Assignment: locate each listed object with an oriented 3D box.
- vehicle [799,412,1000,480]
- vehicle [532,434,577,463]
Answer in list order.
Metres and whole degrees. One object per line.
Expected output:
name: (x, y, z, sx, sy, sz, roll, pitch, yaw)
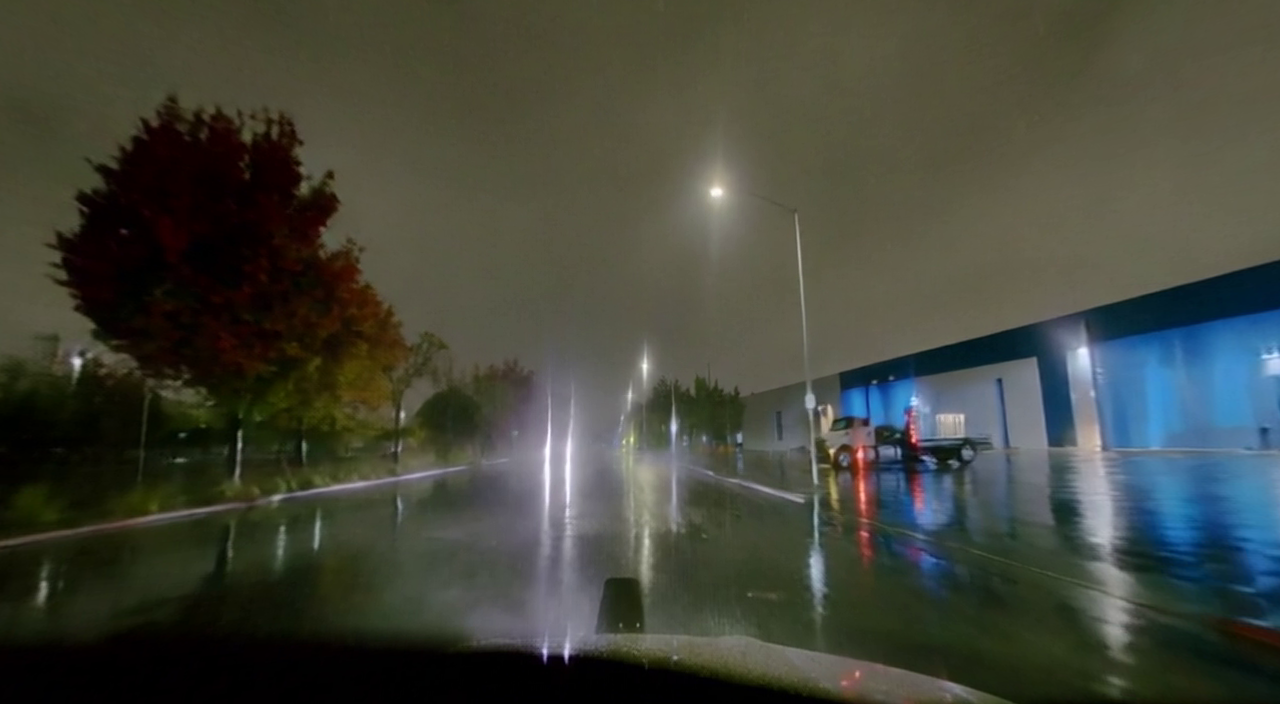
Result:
vehicle: (10.612, 3.891, 26.297, 7.188, 2.416, 2.528, -1, -8, -4)
vehicle: (-6.614, 7.587, 49.744, 2.770, 2.135, 6.329, 0, -8, -1)
